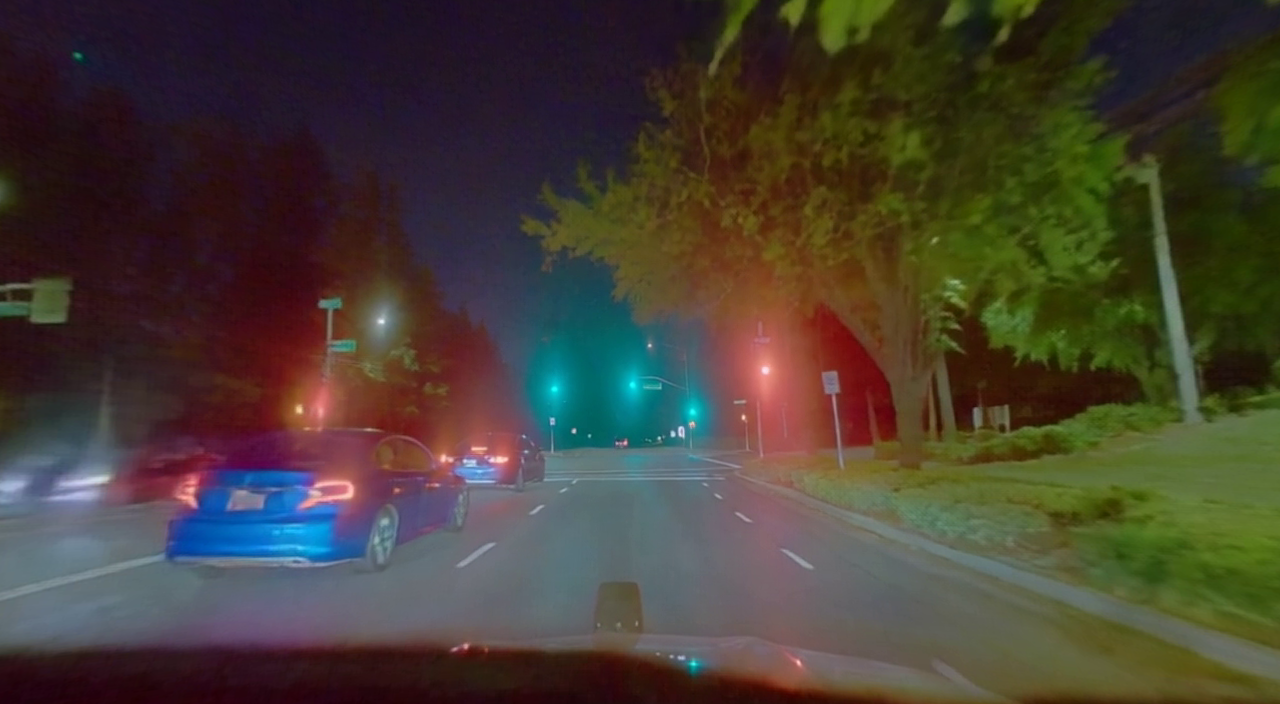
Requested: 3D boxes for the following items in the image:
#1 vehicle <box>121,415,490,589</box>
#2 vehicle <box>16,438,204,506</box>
[{"bbox_3d":[-3.466,1.650,7.883,2.038,1.486,4.678,0,-8,0],"label":"vehicle"},{"bbox_3d":[-13.958,3.136,16.995,1.804,1.578,3.876,0,-8,-4],"label":"vehicle"}]
